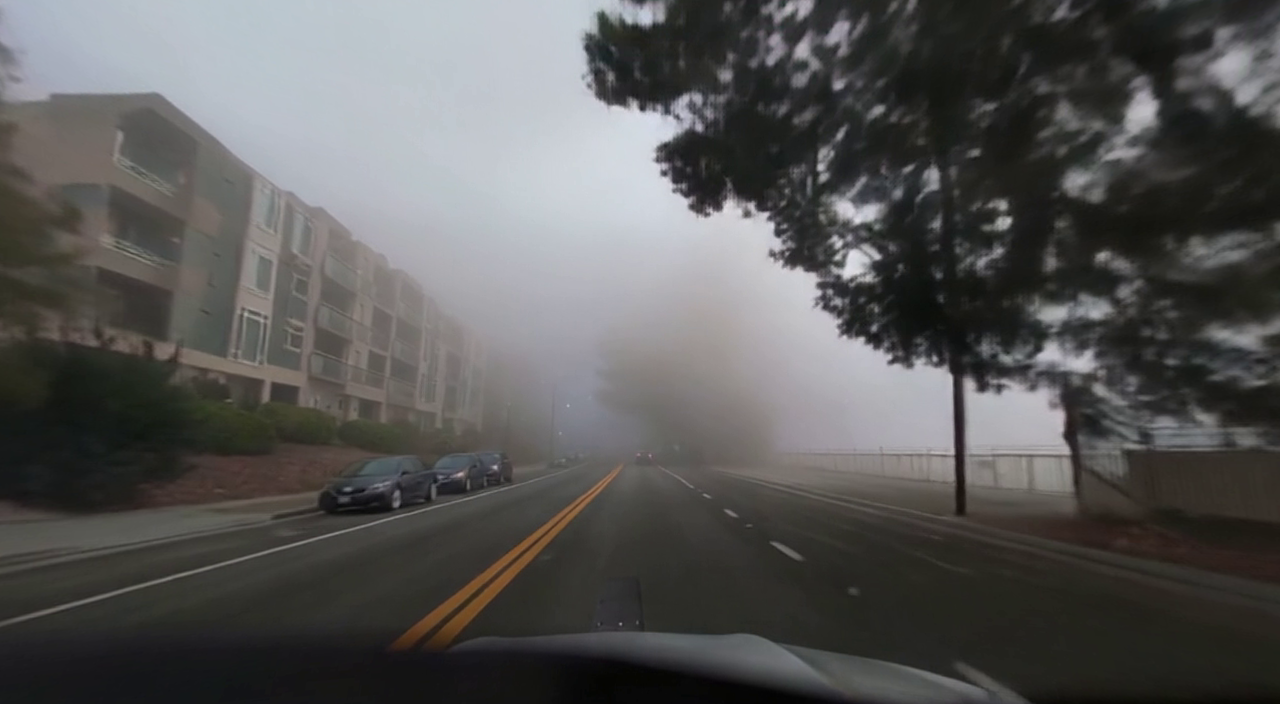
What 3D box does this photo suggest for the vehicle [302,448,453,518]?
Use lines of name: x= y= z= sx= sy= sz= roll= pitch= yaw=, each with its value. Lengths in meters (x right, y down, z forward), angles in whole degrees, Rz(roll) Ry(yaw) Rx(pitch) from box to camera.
vehicle: x=-6.612 y=3.312 z=16.598 sx=1.914 sy=1.417 sz=4.750 roll=2 pitch=-8 yaw=0

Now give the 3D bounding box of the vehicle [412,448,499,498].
vehicle: x=-6.561 y=4.328 z=22.976 sx=1.773 sy=1.466 sz=4.407 roll=3 pitch=-8 yaw=0
